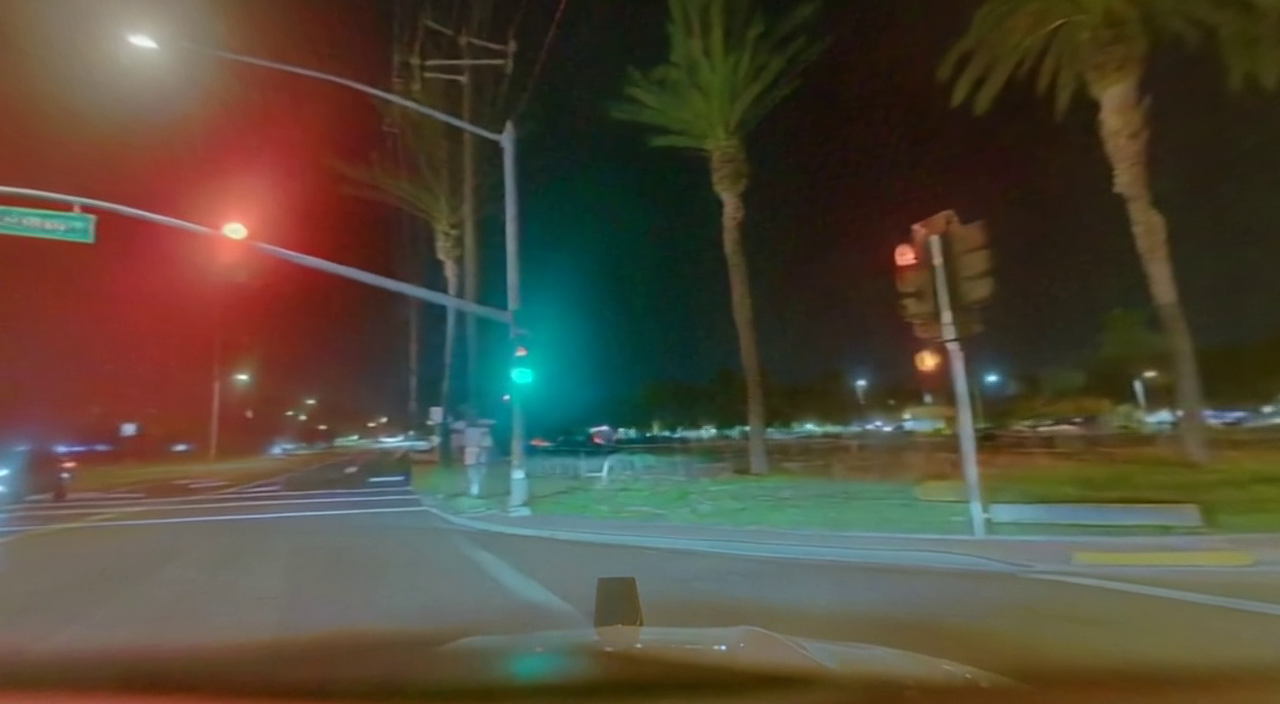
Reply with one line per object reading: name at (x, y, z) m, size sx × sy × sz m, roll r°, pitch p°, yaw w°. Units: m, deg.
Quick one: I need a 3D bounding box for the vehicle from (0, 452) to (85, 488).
vehicle at (-30.685, 5.926, 32.059) m, size 2.118 × 1.619 × 4.161 m, roll 2°, pitch -9°, yaw -16°

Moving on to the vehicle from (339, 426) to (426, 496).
vehicle at (-7.872, 3.342, 19.757) m, size 2.006 × 1.867 × 4.651 m, roll 2°, pitch -9°, yaw -16°
